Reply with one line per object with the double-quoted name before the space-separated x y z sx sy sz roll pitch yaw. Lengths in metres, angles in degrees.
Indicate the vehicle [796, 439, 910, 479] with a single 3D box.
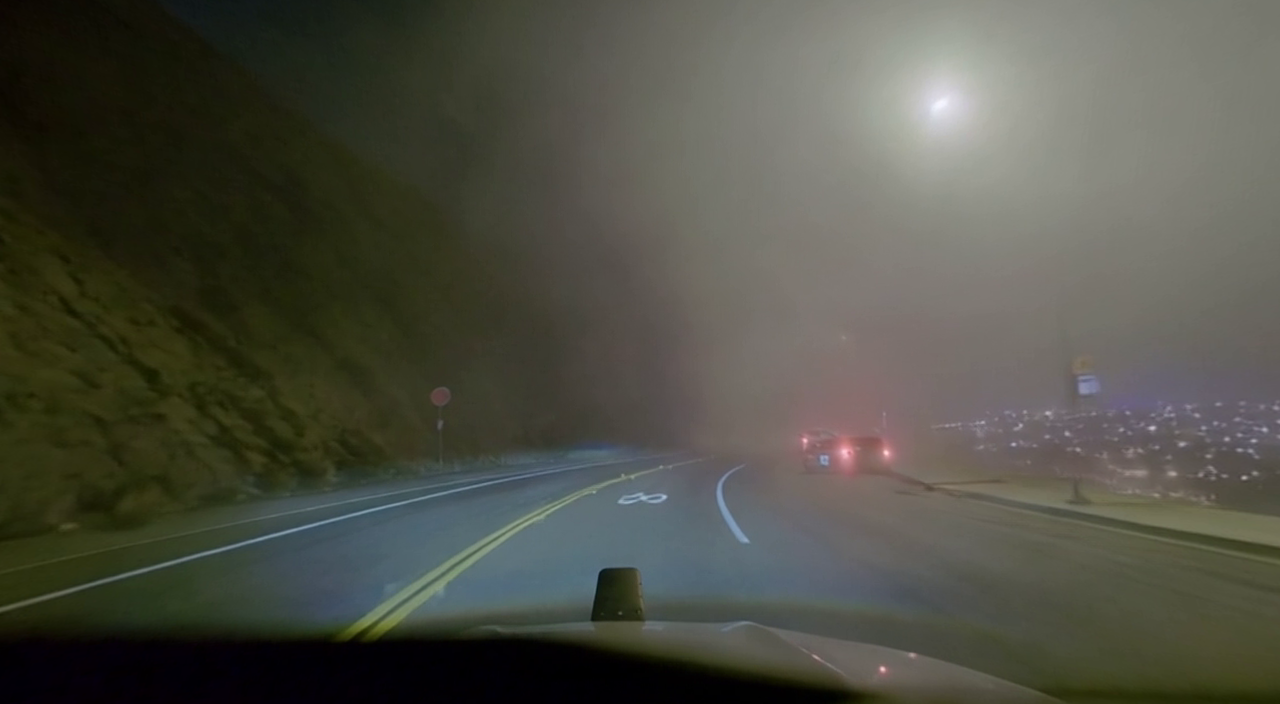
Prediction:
"vehicle" 9.435 4.666 27.867 4.963 1.585 2.155 6 -8 -33
